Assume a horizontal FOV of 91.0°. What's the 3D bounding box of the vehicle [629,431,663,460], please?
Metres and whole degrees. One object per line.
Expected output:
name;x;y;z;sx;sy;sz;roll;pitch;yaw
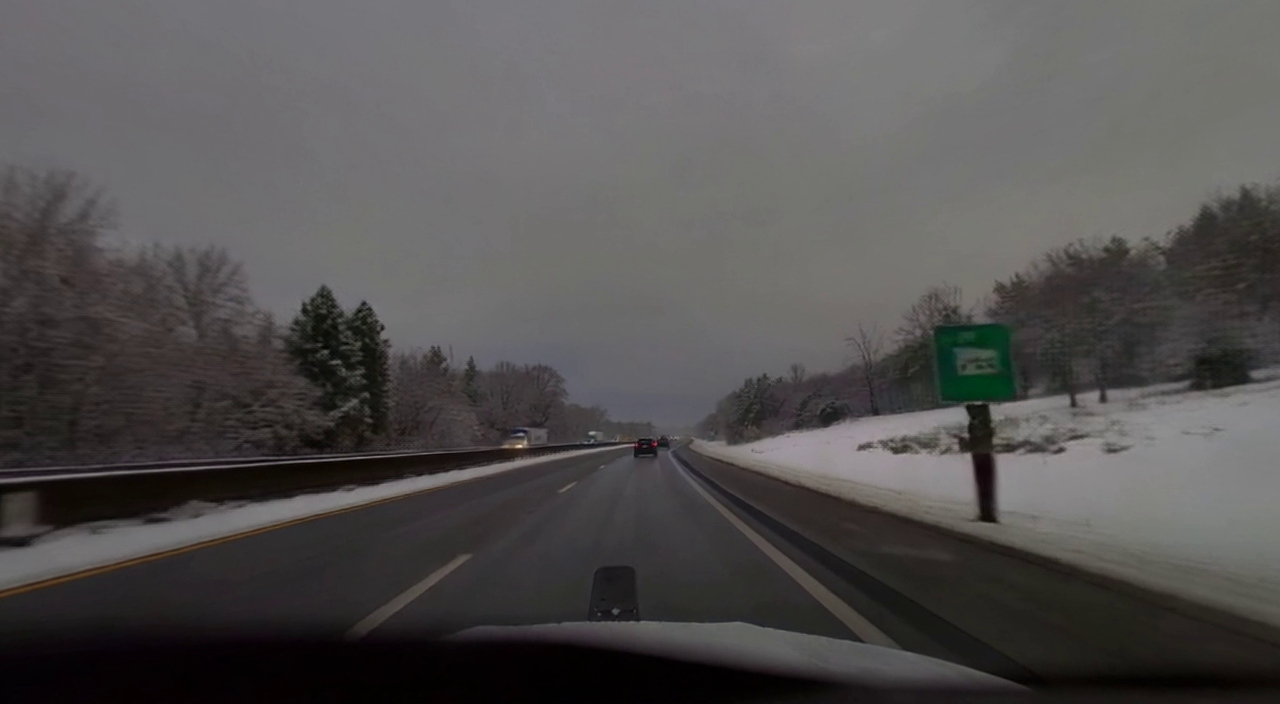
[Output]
vehicle;0.403;6.274;42.473;2.188;1.825;4.282;-1;-8;1
